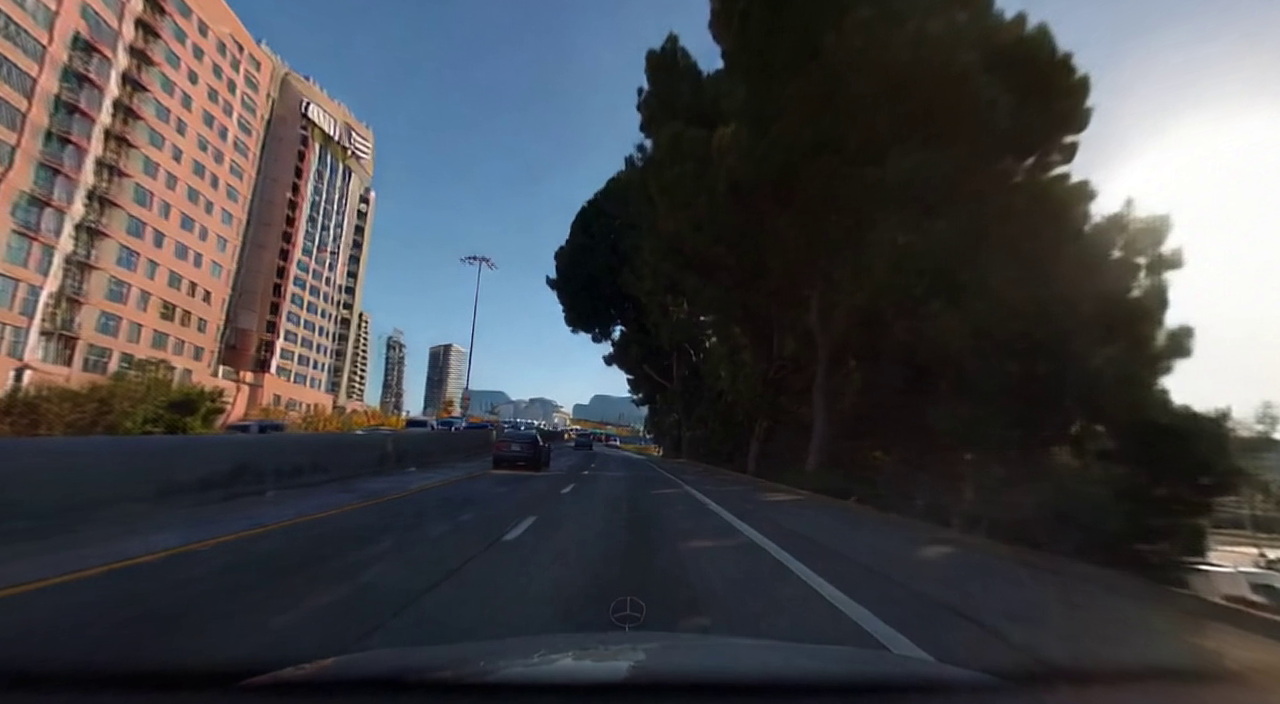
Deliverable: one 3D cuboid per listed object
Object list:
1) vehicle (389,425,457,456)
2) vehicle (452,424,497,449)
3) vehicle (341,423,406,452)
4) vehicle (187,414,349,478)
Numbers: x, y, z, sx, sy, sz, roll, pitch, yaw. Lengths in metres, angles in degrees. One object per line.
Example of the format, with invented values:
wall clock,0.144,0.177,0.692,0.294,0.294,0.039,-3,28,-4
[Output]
vehicle,-11.293,4.670,33.160,1.953,1.520,4.549,0,-8,0
vehicle,-11.426,5.899,43.799,2.033,1.662,4.394,0,-8,-1
vehicle,-15.208,4.935,36.171,1.906,1.506,4.269,0,-8,-1
vehicle,-10.921,2.834,19.025,2.078,1.664,4.595,0,-8,0
